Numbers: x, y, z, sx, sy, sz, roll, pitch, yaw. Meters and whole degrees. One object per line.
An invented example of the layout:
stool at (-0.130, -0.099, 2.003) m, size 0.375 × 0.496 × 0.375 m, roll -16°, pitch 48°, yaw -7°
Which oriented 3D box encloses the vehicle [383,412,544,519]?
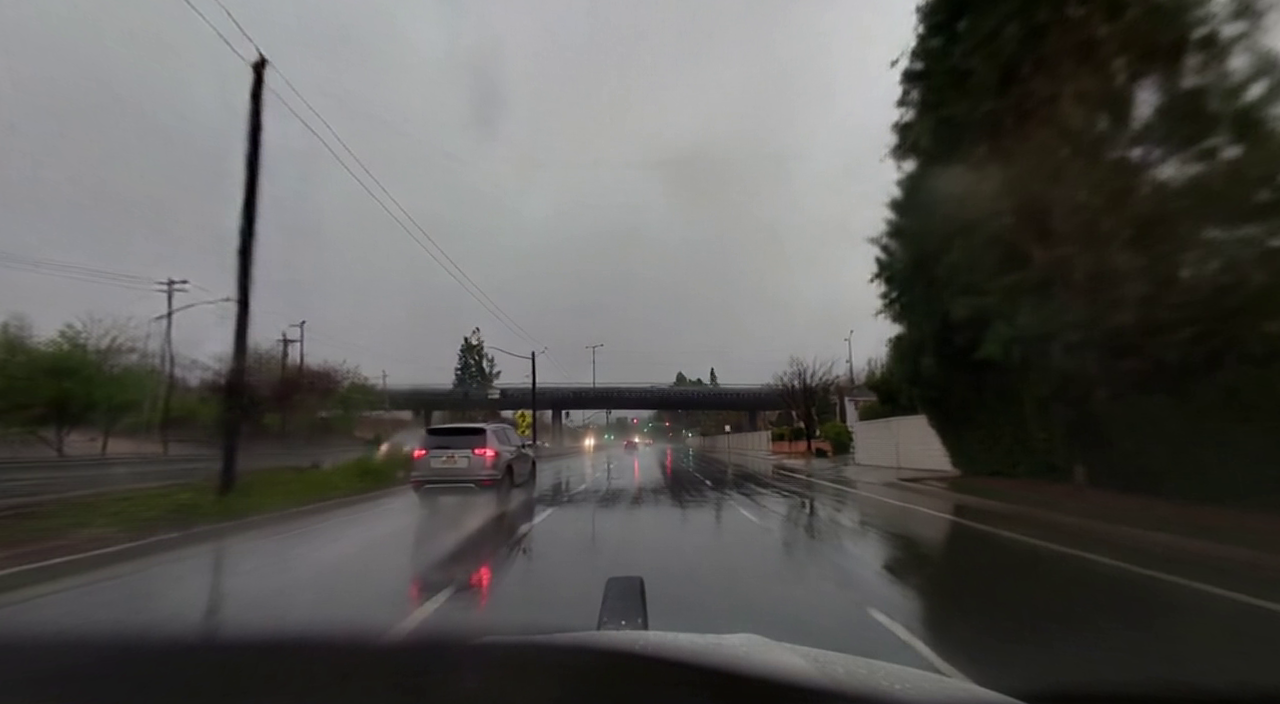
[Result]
vehicle at (-3.203, 2.157, 12.415) m, size 1.882 × 1.704 × 4.335 m, roll -1°, pitch -8°, yaw 1°
